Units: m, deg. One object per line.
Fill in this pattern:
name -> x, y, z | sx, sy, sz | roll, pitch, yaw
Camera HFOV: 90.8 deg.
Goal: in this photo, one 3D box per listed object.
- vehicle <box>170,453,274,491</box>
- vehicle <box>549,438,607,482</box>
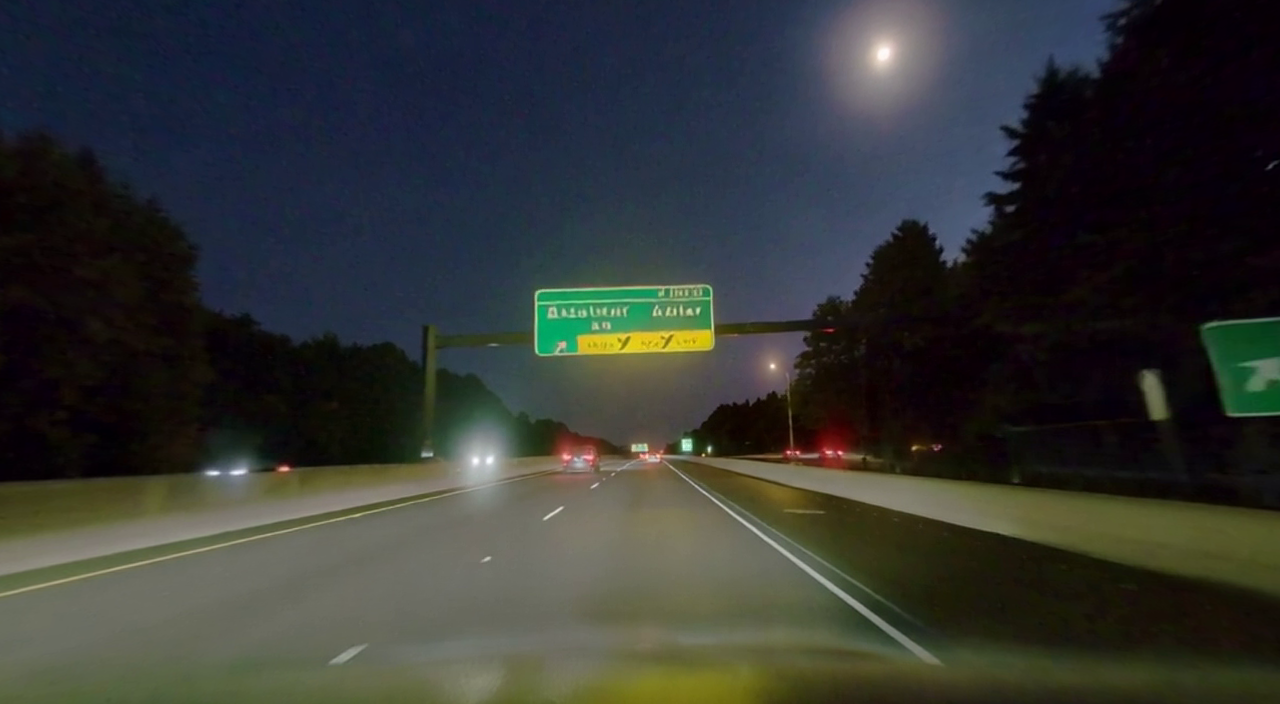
vehicle -> -20.471, 5.880, 31.197 | 1.911, 1.690, 4.546 | 0, -9, 1
vehicle -> -2.782, 4.955, 29.113 | 2.143, 1.853, 4.123 | -1, -9, 2
